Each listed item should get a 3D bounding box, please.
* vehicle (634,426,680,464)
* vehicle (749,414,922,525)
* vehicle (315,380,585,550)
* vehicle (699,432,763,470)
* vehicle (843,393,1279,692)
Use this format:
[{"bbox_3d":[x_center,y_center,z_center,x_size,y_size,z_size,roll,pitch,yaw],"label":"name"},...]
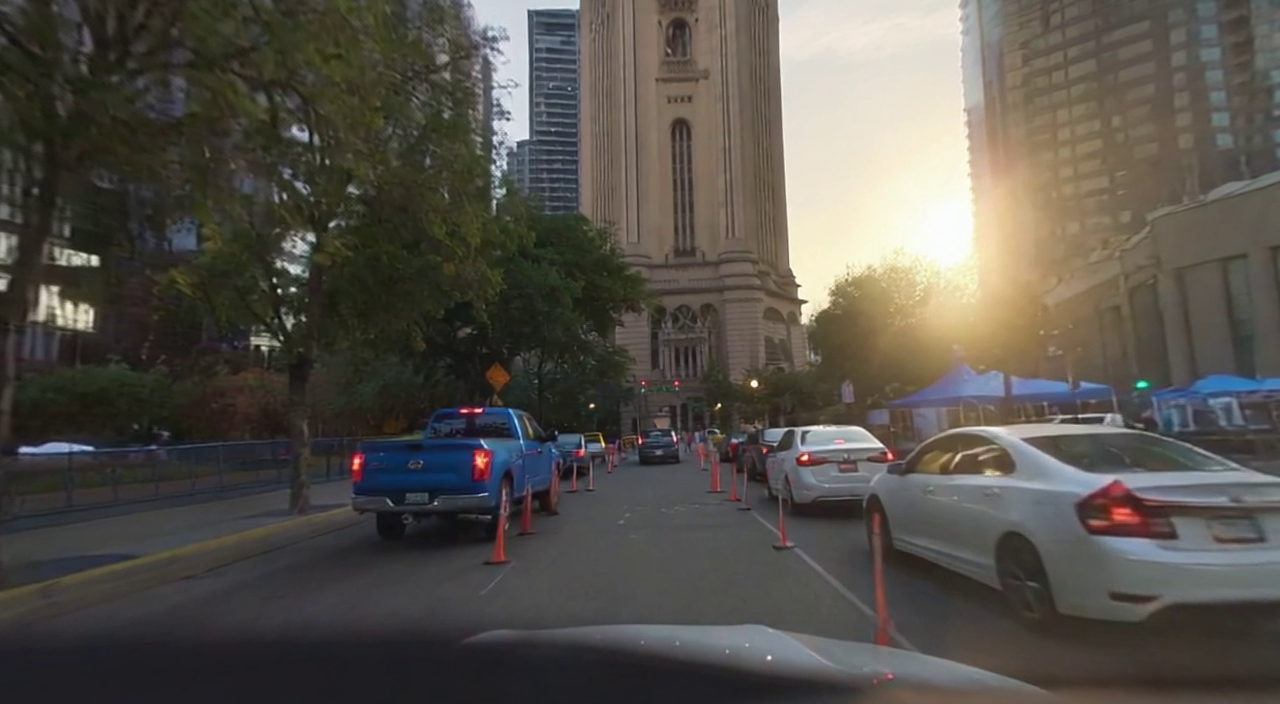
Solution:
[{"bbox_3d":[0.838,4.802,32.457,2.183,1.784,4.317,0,-9,1],"label":"vehicle"},{"bbox_3d":[3.171,2.000,11.165,1.941,1.577,4.038,-1,-9,3],"label":"vehicle"},{"bbox_3d":[-2.449,1.728,10.185,2.452,1.954,5.653,-1,-9,2],"label":"vehicle"},{"bbox_3d":[3.936,4.333,27.968,2.021,1.506,4.643,0,-7,-2],"label":"vehicle"},{"bbox_3d":[3.448,1.291,5.495,1.887,1.488,4.572,0,-9,1],"label":"vehicle"}]
